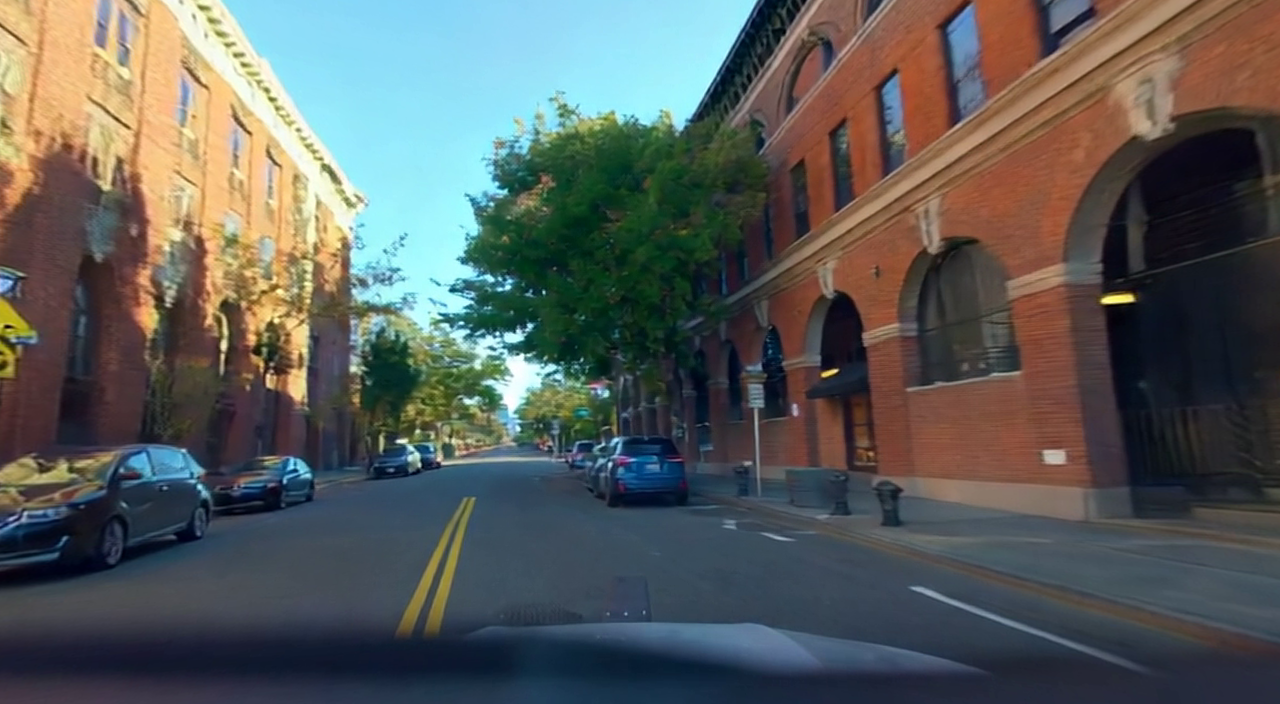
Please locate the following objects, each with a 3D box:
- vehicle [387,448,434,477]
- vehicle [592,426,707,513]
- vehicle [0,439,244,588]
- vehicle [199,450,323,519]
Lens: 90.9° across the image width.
[{"bbox_3d":[-13.414,6.442,37.022,1.934,1.478,4.180,1,-8,-11],"label":"vehicle"},{"bbox_3d":[0.040,2.806,15.597,1.953,1.804,4.518,1,-9,-11],"label":"vehicle"},{"bbox_3d":[-8.314,2.236,9.793,2.186,1.705,5.078,2,-8,-15],"label":"vehicle"},{"bbox_3d":[-9.605,3.317,16.286,1.631,1.459,3.489,0,-8,-12],"label":"vehicle"}]
